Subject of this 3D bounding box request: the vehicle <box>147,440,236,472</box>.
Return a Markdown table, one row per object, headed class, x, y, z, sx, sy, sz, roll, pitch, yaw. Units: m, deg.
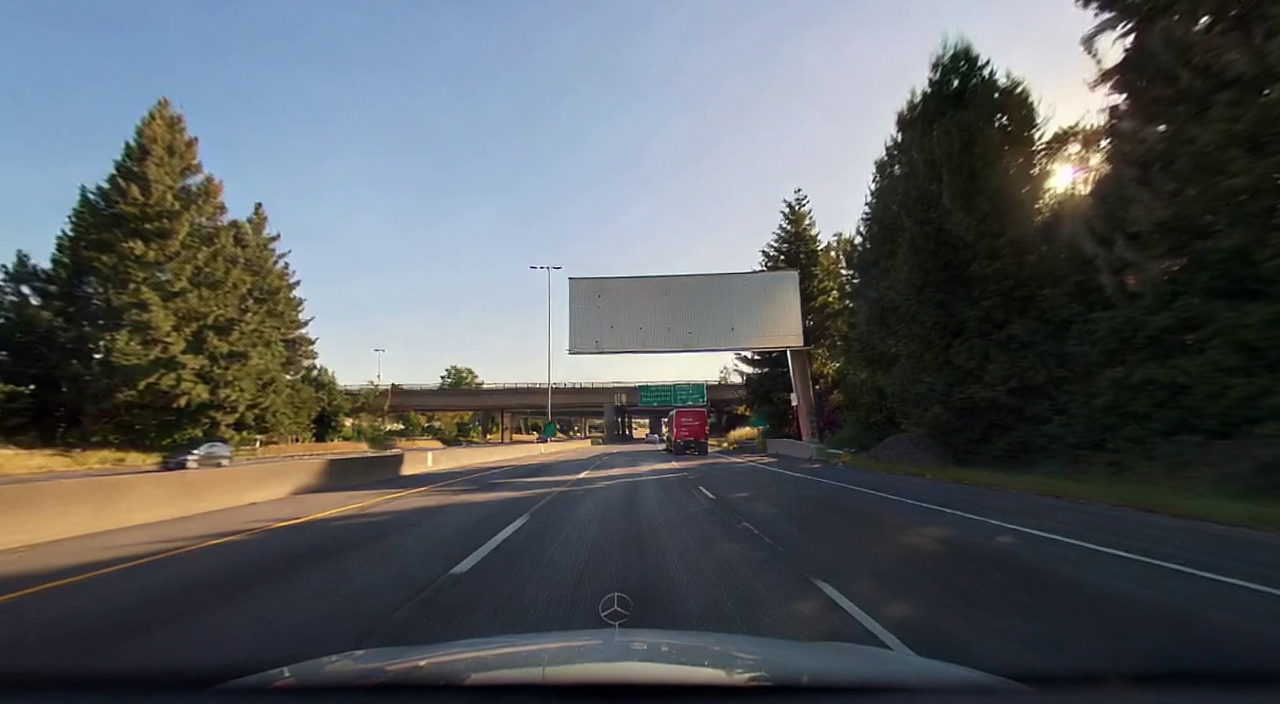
| class | x | y | z | sx | sy | sz | roll | pitch | yaw |
| --- | --- | --- | --- | --- | --- | --- | --- | --- | --- |
| vehicle | -24.317 | 5.626 | 34.374 | 1.870 | 1.581 | 4.166 | 0 | -8 | -1 |
